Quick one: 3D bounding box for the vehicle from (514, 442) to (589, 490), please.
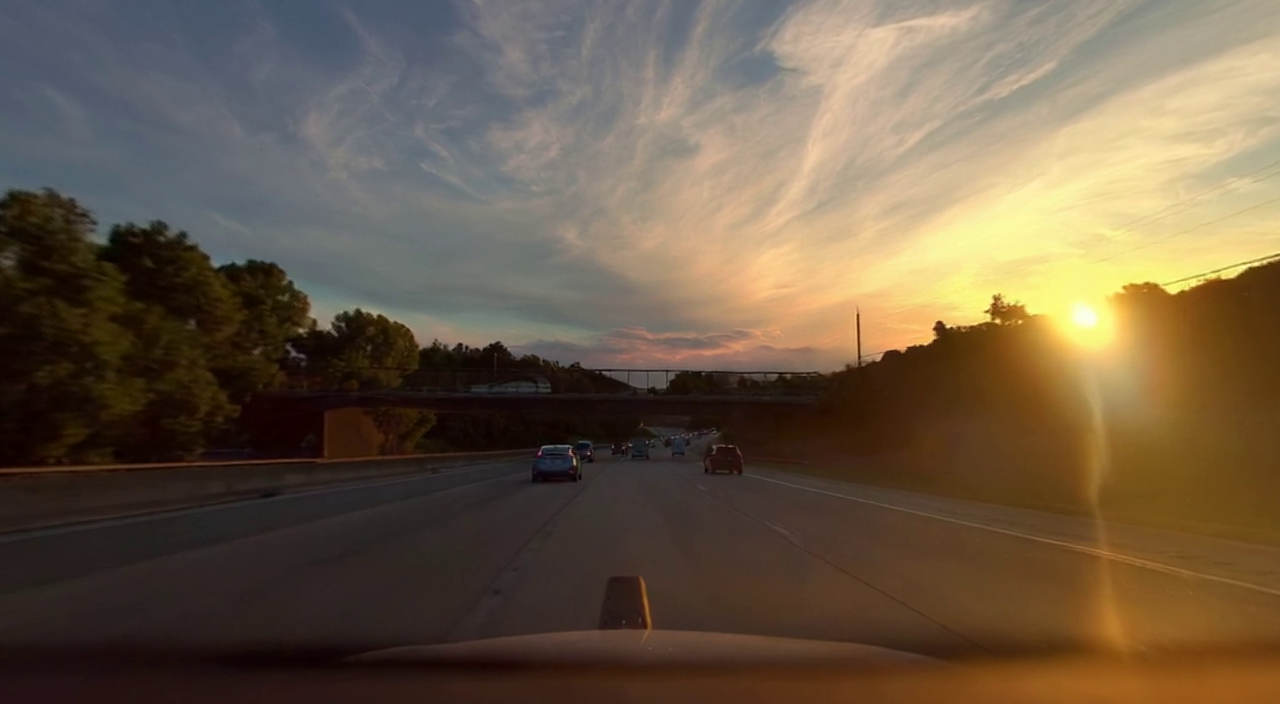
[{"bbox_3d":[-2.939,3.909,21.907,2.053,1.483,4.185,0,-9,-1],"label":"vehicle"}]

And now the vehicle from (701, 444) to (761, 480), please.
[{"bbox_3d":[3.932,4.806,27.790,1.926,1.483,3.528,0,-9,-3],"label":"vehicle"}]
